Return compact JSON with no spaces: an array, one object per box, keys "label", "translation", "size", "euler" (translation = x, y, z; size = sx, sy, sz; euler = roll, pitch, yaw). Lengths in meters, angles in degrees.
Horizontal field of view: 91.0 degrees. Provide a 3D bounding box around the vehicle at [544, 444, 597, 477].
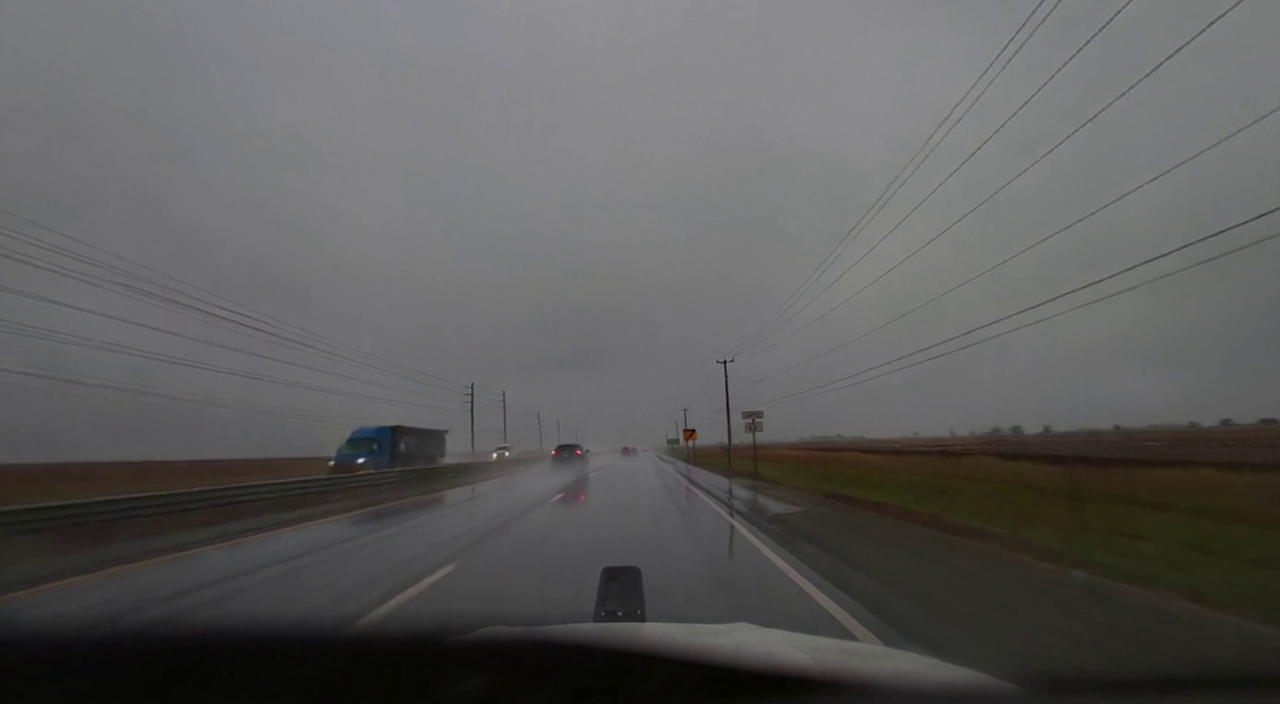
[{"label":"vehicle","translation":[-3.424,5.443,31.914],"size":[2.106,1.543,4.465],"euler":[0,-9,1]}]
